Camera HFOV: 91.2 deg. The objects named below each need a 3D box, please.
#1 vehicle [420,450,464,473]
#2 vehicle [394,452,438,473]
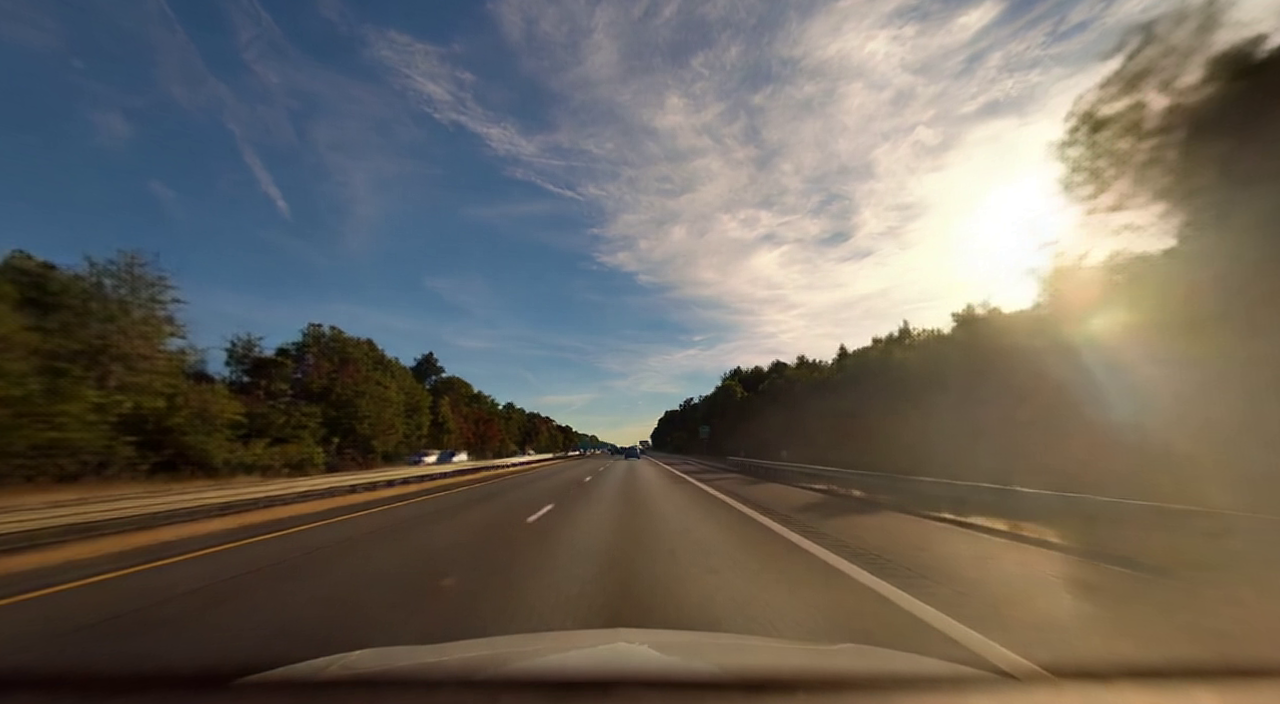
[{"bbox_3d":[-13.335,7.360,42.375,1.632,1.496,4.240,0,-9,-1],"label":"vehicle"},{"bbox_3d":[-17.510,8.643,49.161,1.821,1.481,4.435,0,-9,-1],"label":"vehicle"}]
